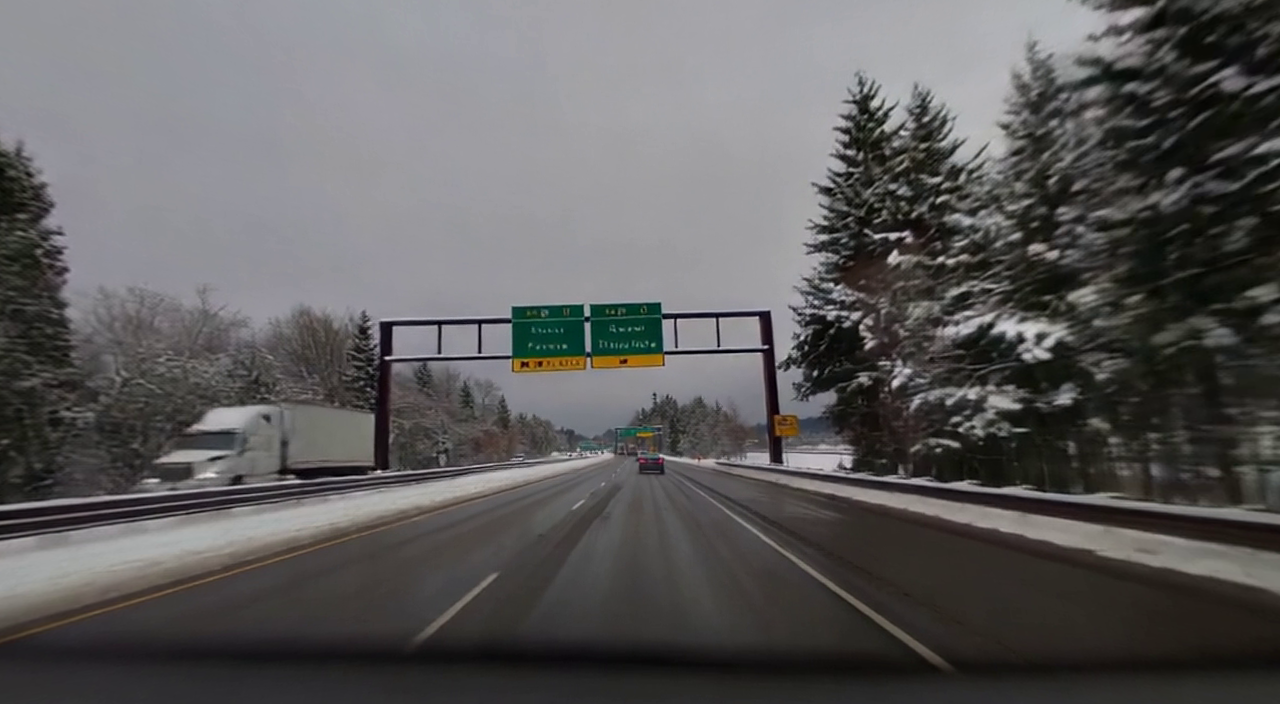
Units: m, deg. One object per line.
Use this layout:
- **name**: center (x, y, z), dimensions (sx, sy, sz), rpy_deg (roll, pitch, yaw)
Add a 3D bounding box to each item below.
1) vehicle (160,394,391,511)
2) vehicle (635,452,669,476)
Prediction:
- **vehicle**: center (-13.861, 4.047, 25.567), dimensions (3.366, 3.773, 9.860), rpy_deg (0, -9, 0)
- **vehicle**: center (0.729, 7.025, 39.713), dimensions (2.036, 1.457, 3.471), rpy_deg (0, -9, -1)
